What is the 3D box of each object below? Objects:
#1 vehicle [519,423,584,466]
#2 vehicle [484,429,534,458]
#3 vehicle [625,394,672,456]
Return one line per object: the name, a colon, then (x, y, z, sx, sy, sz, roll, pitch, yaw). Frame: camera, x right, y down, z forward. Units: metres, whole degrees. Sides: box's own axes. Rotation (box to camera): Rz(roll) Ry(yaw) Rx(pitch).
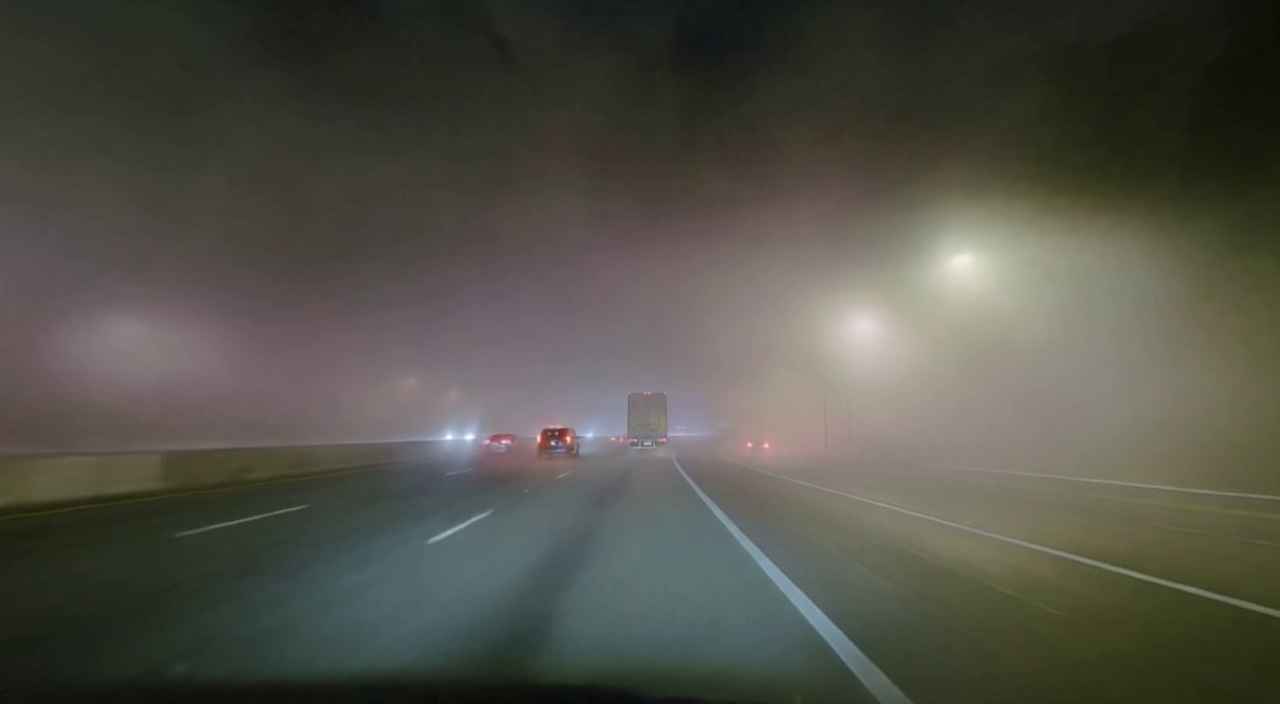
vehicle: (-3.874, 4.160, 28.435, 2.119, 1.787, 4.655, 0, -8, 2)
vehicle: (-7.286, 5.118, 35.307, 1.845, 1.493, 3.799, 0, -8, 2)
vehicle: (0.621, 5.483, 46.189, 3.024, 4.019, 10.605, 0, -8, 1)
